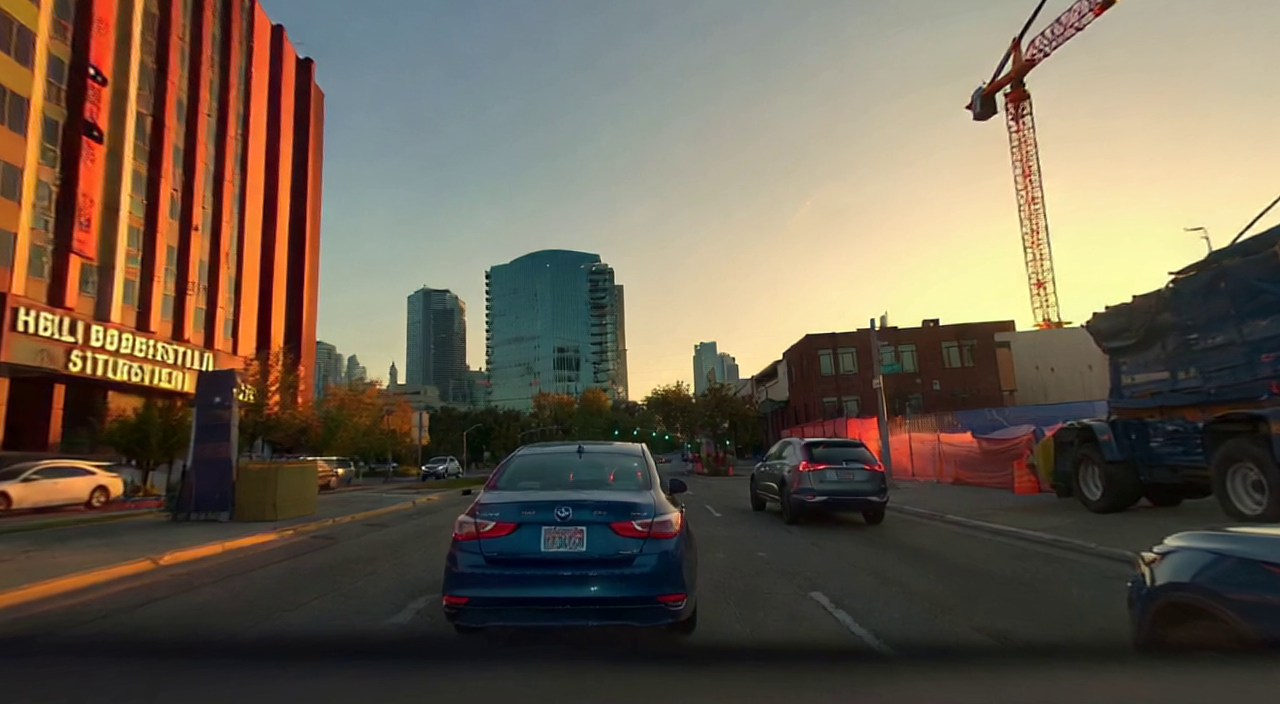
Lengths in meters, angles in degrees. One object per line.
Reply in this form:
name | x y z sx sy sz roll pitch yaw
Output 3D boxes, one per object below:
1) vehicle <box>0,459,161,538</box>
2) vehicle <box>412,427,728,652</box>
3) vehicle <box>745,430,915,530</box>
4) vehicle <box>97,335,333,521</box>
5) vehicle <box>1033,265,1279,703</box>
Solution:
vehicle | -13.874 3.289 14.614 1.964 1.519 4.315 -1 -8 4
vehicle | -0.412 1.578 6.426 2.131 1.496 4.193 0 -8 2
vehicle | 3.870 2.699 13.995 2.185 1.797 4.934 0 -8 -1
vehicle | -9.093 1.704 14.027 2.592 3.548 3.414 -2 -9 4
vehicle | 3.324 0.479 0.904 2.182 1.954 5.341 0 -8 2
